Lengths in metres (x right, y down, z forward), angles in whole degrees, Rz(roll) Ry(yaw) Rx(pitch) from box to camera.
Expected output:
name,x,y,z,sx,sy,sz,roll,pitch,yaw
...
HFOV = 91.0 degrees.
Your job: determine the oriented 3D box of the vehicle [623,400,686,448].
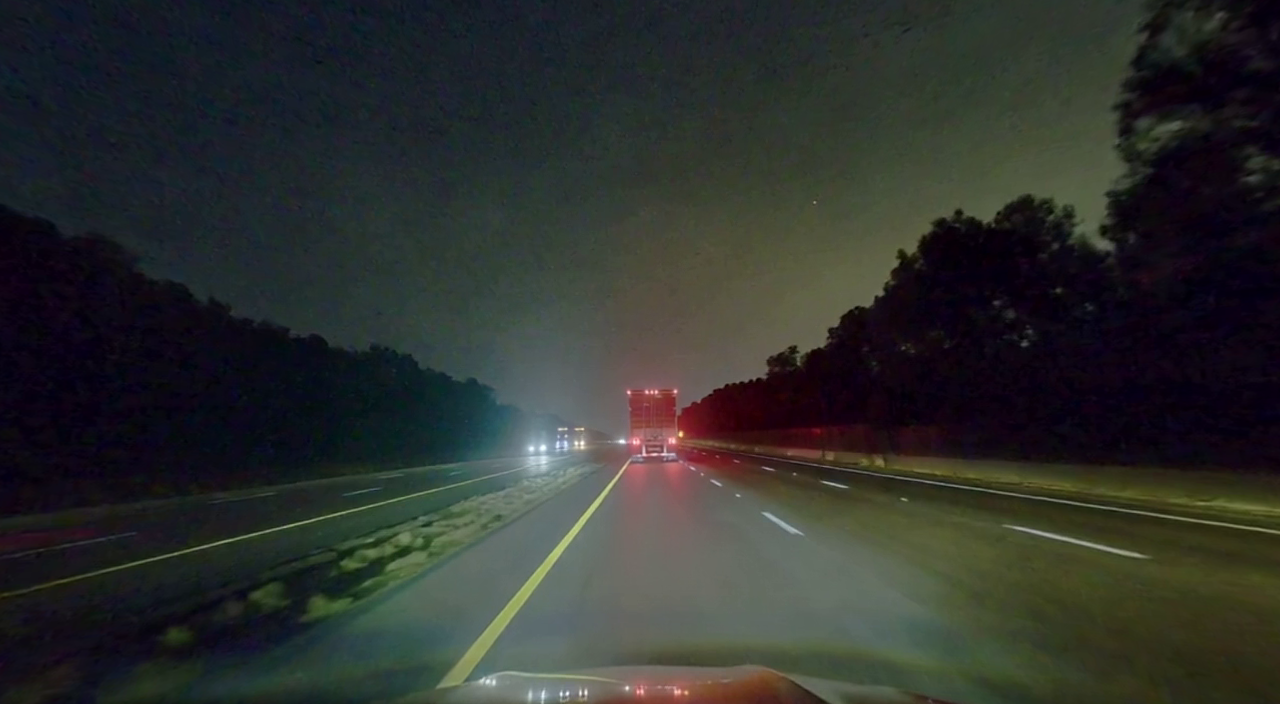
name,x,y,z,sx,sy,sz,roll,pitch,yaw
vehicle,0.571,3.210,27.357,2.509,1.890,4.732,0,-8,0
